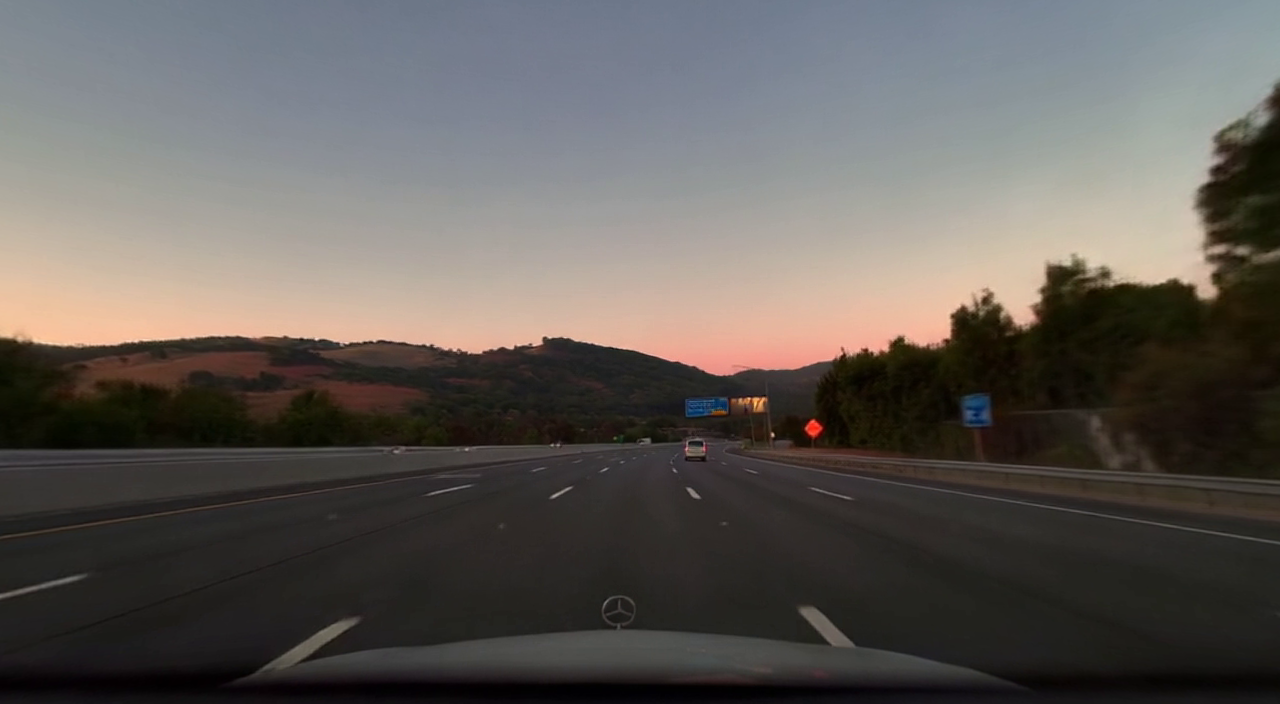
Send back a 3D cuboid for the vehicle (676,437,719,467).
[{"bbox_3d":[3.527,6.210,39.407,2.224,1.738,4.376,0,-9,0],"label":"vehicle"}]
